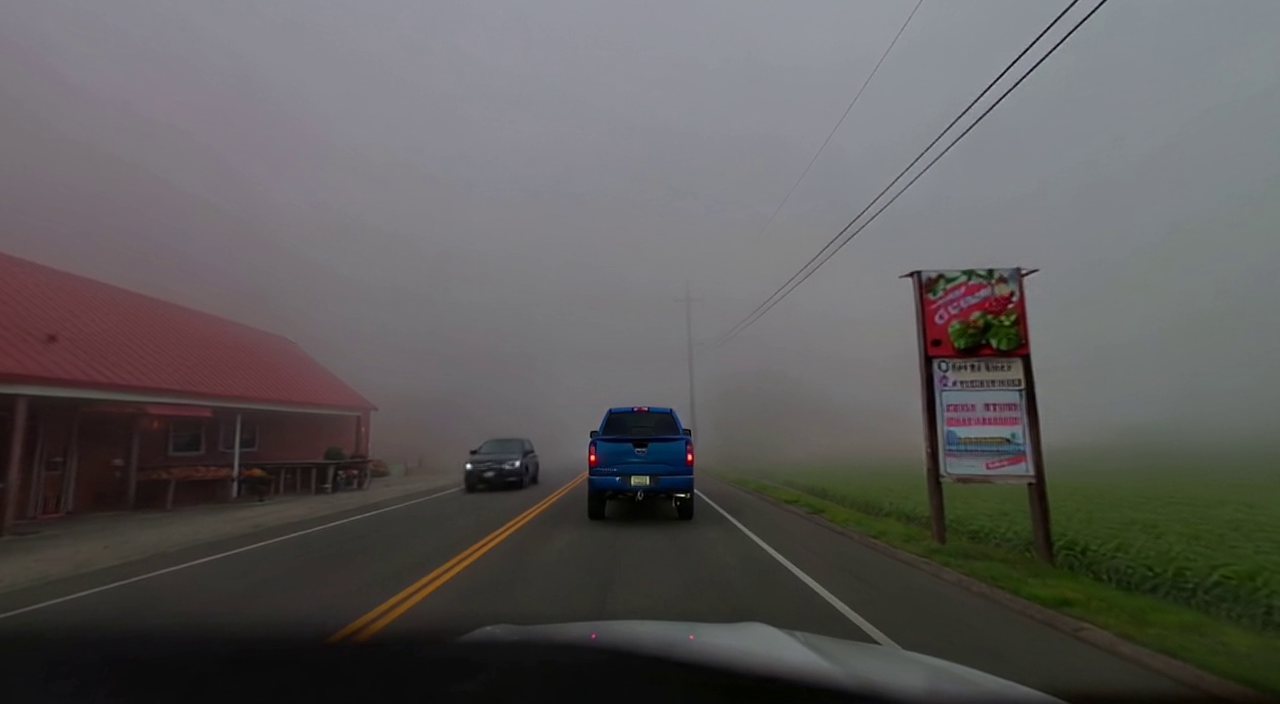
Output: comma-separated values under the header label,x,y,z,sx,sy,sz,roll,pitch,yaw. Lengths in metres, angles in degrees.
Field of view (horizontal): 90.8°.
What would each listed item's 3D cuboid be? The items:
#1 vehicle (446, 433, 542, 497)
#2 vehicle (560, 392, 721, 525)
label,x,y,z,sx,sy,sz,roll,pitch,yaw
vehicle,-4.478,3.515,20.081,2.081,1.681,4.325,-3,-8,-1
vehicle,-0.083,2.215,13.635,2.693,2.223,5.885,0,-8,-2
